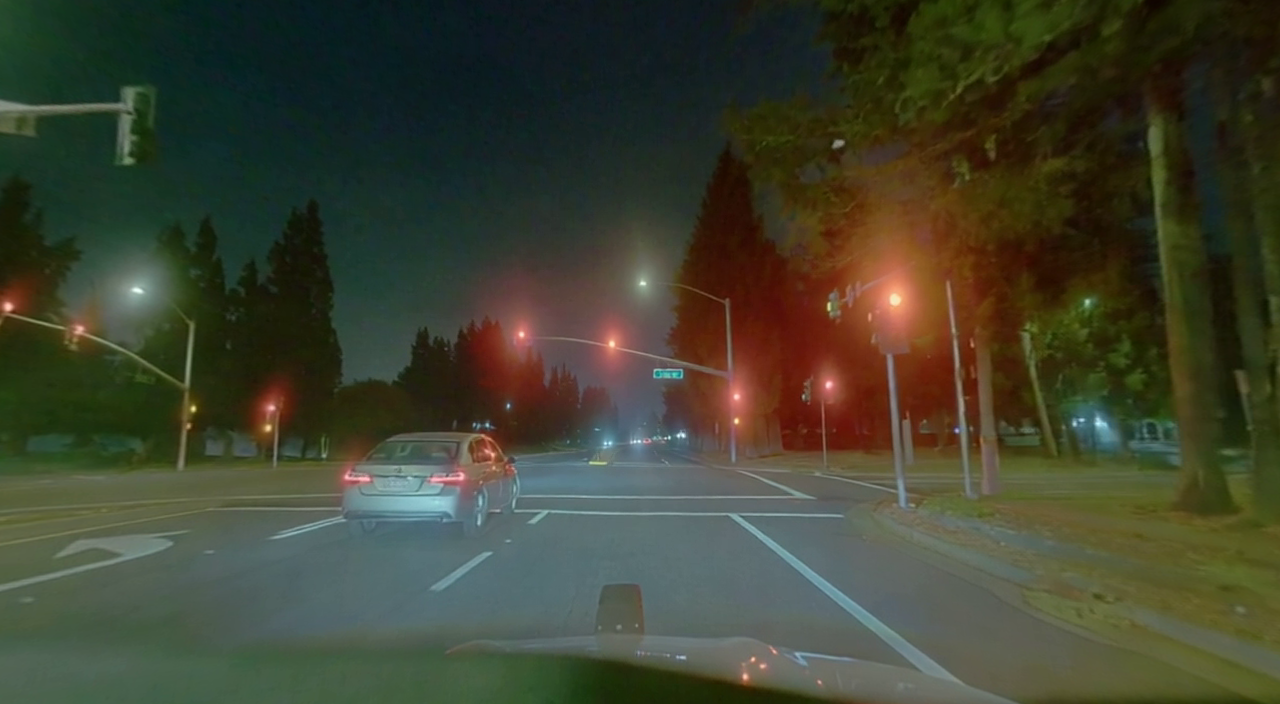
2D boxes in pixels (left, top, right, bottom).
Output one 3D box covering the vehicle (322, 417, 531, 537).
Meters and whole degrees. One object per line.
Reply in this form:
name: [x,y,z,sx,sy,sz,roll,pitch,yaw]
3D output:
vehicle: [-3.247,2.012,10.768,2.076,1.599,4.483,0,-8,-1]
